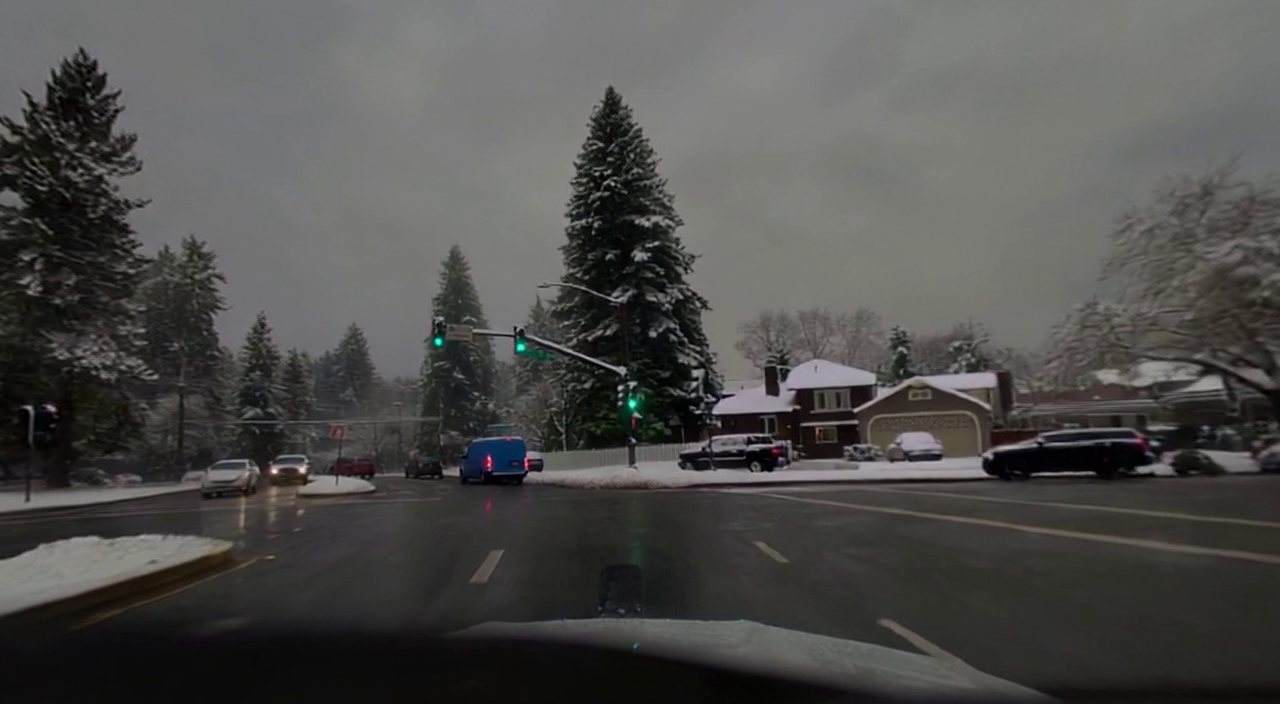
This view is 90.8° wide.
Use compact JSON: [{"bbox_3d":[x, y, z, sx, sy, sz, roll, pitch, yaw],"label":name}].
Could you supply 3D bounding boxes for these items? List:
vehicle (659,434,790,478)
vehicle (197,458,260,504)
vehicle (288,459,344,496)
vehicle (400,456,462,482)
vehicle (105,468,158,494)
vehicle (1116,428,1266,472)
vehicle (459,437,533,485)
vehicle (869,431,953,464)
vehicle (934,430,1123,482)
[{"bbox_3d":[4.229,5.279,32.256,6.104,2.026,2.514,-6,-11,35],"label":"vehicle"},{"bbox_3d":[-18.206,5.649,28.131,2.078,1.783,4.670,5,-10,-31],"label":"vehicle"},{"bbox_3d":[-15.040,5.722,29.200,1.952,1.461,4.377,5,-10,-30],"label":"vehicle"},{"bbox_3d":[-12.646,7.013,38.127,2.008,1.445,4.386,7,-11,-40],"label":"vehicle"},{"bbox_3d":[-36.771,9.359,45.667,4.290,1.497,2.093,-12,-10,38],"label":"vehicle"},{"bbox_3d":[21.298,3.842,24.681,4.082,1.591,1.916,-7,-11,35],"label":"vehicle"},{"bbox_3d":[-7.068,5.226,30.606,2.213,2.124,4.809,4,-10,-28],"label":"vehicle"},{"bbox_3d":[16.384,5.767,38.239,4.268,1.765,1.989,-5,-5,33],"label":"vehicle"},{"bbox_3d":[11.873,3.233,19.681,4.509,1.481,2.027,-2,-9,13],"label":"vehicle"}]
